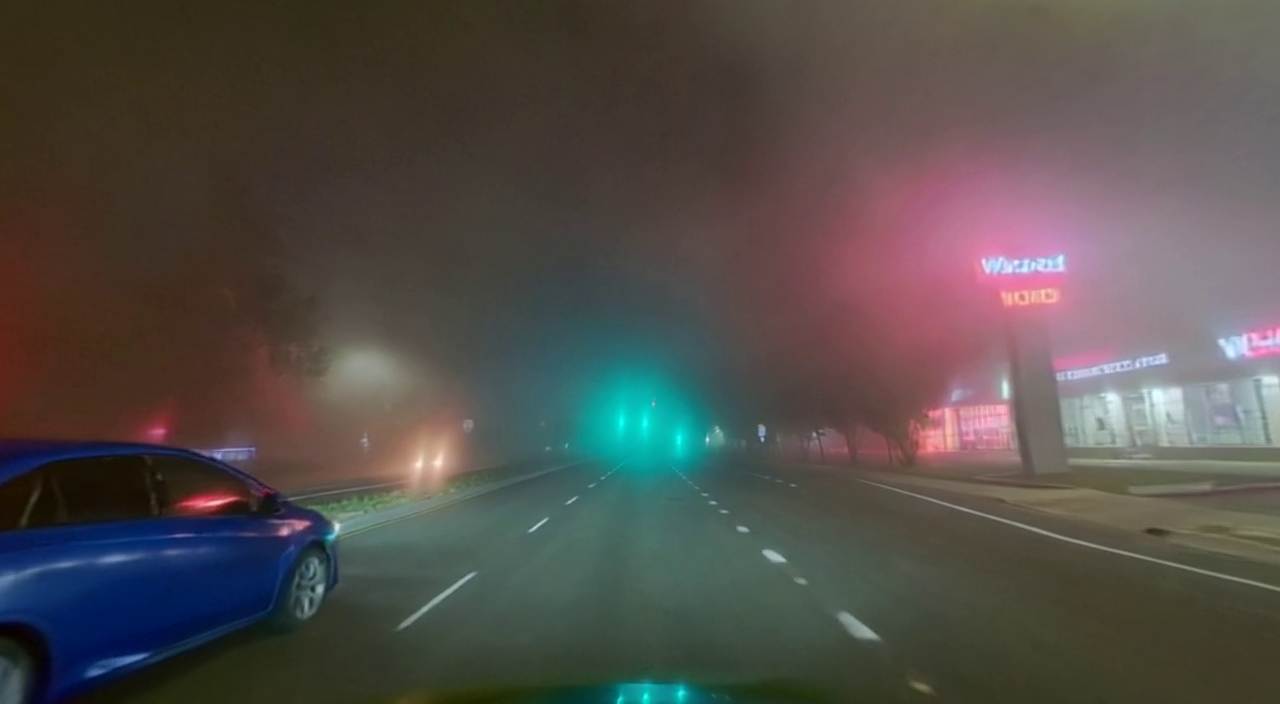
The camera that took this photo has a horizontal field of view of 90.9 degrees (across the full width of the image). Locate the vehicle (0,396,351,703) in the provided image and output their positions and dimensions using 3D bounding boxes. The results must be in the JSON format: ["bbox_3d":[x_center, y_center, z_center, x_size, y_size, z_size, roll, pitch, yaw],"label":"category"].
[{"bbox_3d":[-3.036,0.874,1.929,2.082,1.460,4.636,0,-8,0],"label":"vehicle"}]

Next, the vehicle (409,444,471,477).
[{"bbox_3d":[-11.395,6.169,36.231,2.070,1.738,4.485,-1,-8,1],"label":"vehicle"}]
